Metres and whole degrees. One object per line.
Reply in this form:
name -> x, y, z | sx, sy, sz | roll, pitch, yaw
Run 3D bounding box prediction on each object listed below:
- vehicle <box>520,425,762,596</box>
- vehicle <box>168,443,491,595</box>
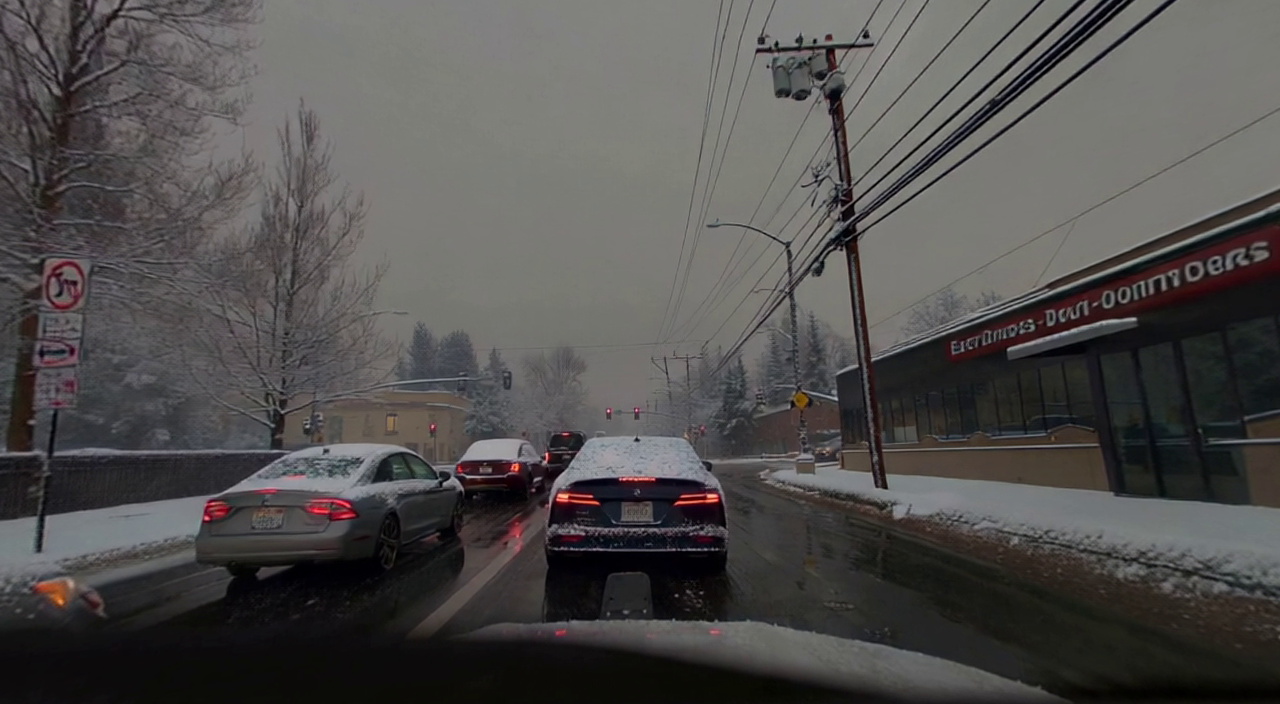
vehicle -> -0.007, 1.683, 7.535 | 2.101, 1.469, 3.955 | 0, -9, 0
vehicle -> -3.226, 1.781, 7.623 | 1.765, 1.319, 4.013 | 0, -9, 2
